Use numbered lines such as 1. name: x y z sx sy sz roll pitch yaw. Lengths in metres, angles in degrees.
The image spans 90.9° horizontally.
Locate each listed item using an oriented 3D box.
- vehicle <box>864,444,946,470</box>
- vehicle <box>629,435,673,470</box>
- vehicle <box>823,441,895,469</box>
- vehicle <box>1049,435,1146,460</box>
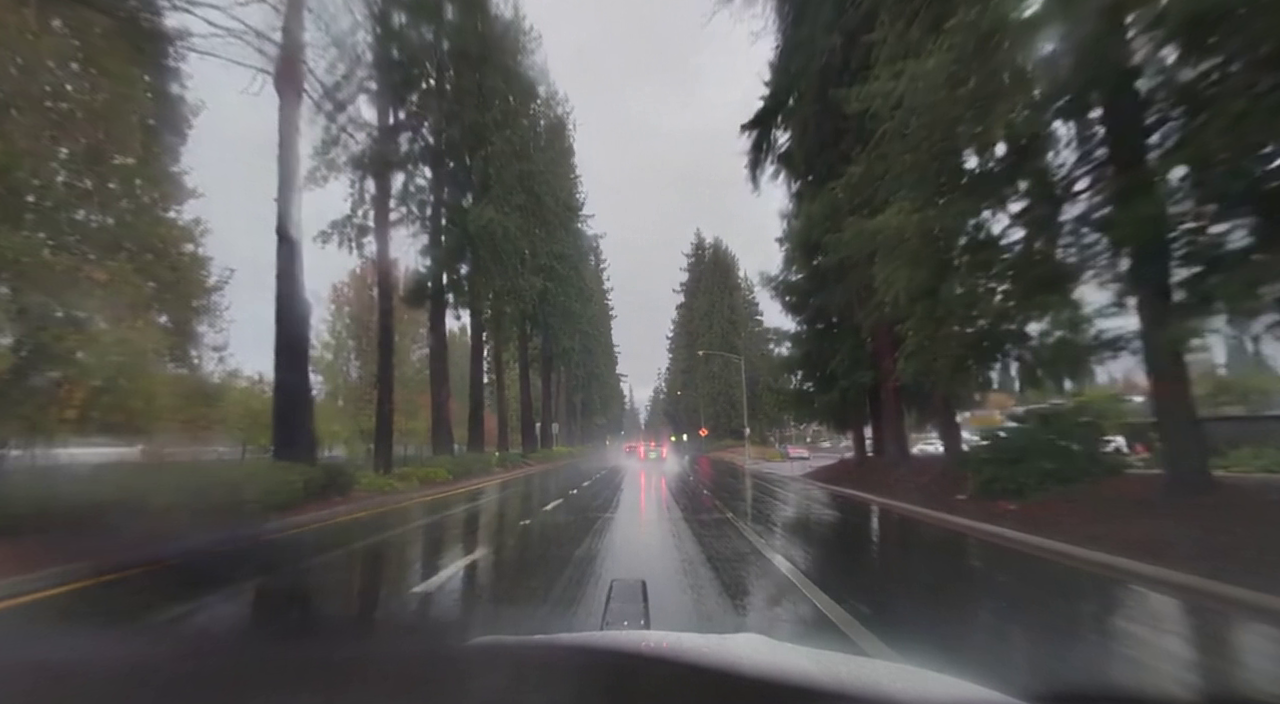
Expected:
1. vehicle: 15.553 6.158 37.101 3.913 1.384 1.893 -1 -8 0
2. vehicle: 0.544 5.216 32.763 2.135 1.691 3.884 0 -9 1
3. vehicle: 15.741 7.412 45.501 4.413 1.471 1.823 -5 -7 -1
4. vehicle: 28.718 6.035 39.651 4.576 1.490 1.896 -1 -9 2
